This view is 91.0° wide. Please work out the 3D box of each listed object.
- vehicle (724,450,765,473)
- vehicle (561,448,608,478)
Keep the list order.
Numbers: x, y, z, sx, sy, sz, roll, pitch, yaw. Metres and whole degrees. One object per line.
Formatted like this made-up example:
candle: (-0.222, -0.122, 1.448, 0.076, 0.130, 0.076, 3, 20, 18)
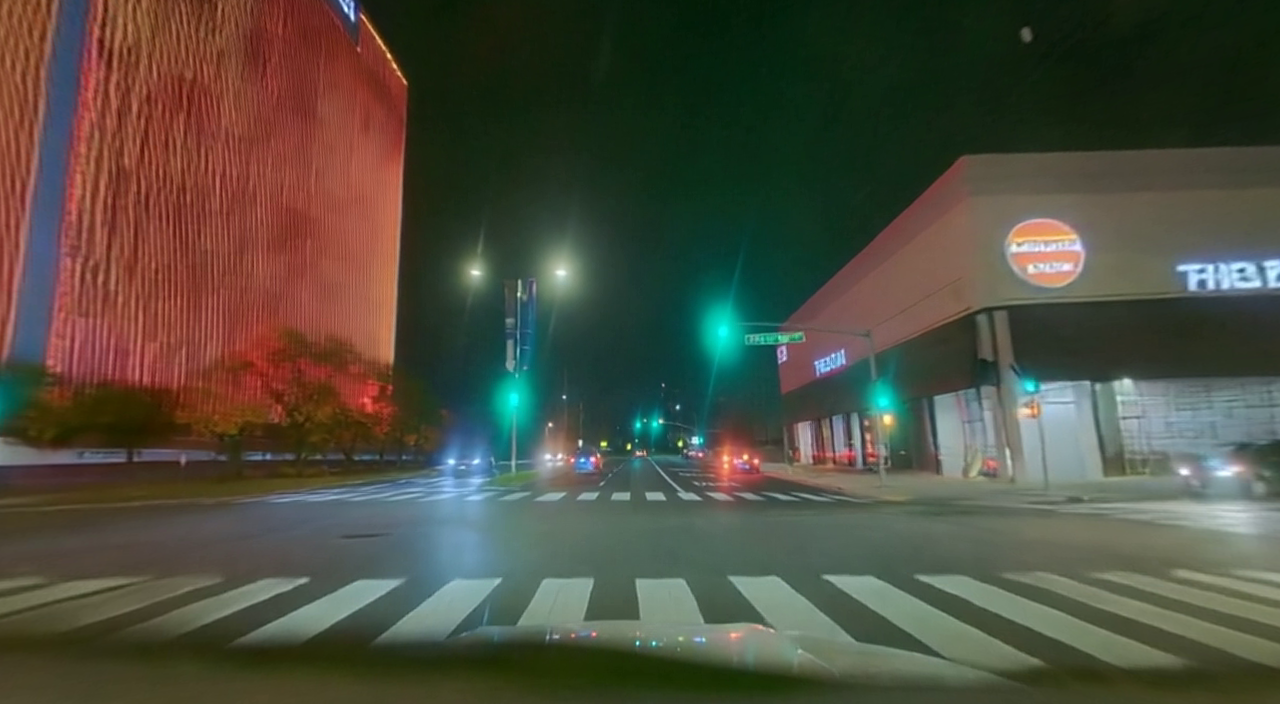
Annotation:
vehicle: (7.209, 7.557, 43.781, 1.968, 1.493, 4.878, 0, -9, -1)
vehicle: (-2.893, 5.868, 33.685, 2.078, 1.471, 4.217, 0, -9, 0)
